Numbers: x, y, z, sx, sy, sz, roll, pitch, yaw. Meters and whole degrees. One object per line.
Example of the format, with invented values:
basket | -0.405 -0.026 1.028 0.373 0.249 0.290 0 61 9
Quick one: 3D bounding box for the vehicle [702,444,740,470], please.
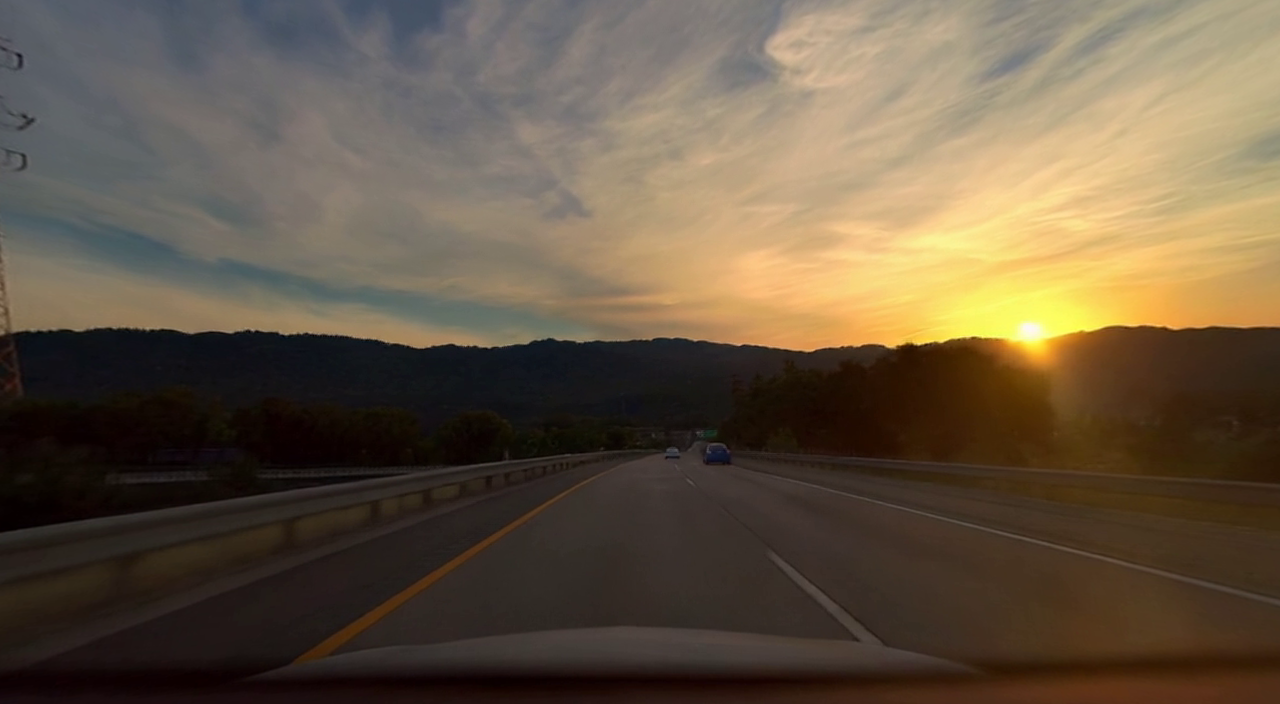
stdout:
vehicle | 5.069 6.599 39.976 2.030 1.526 4.165 0 -8 2
